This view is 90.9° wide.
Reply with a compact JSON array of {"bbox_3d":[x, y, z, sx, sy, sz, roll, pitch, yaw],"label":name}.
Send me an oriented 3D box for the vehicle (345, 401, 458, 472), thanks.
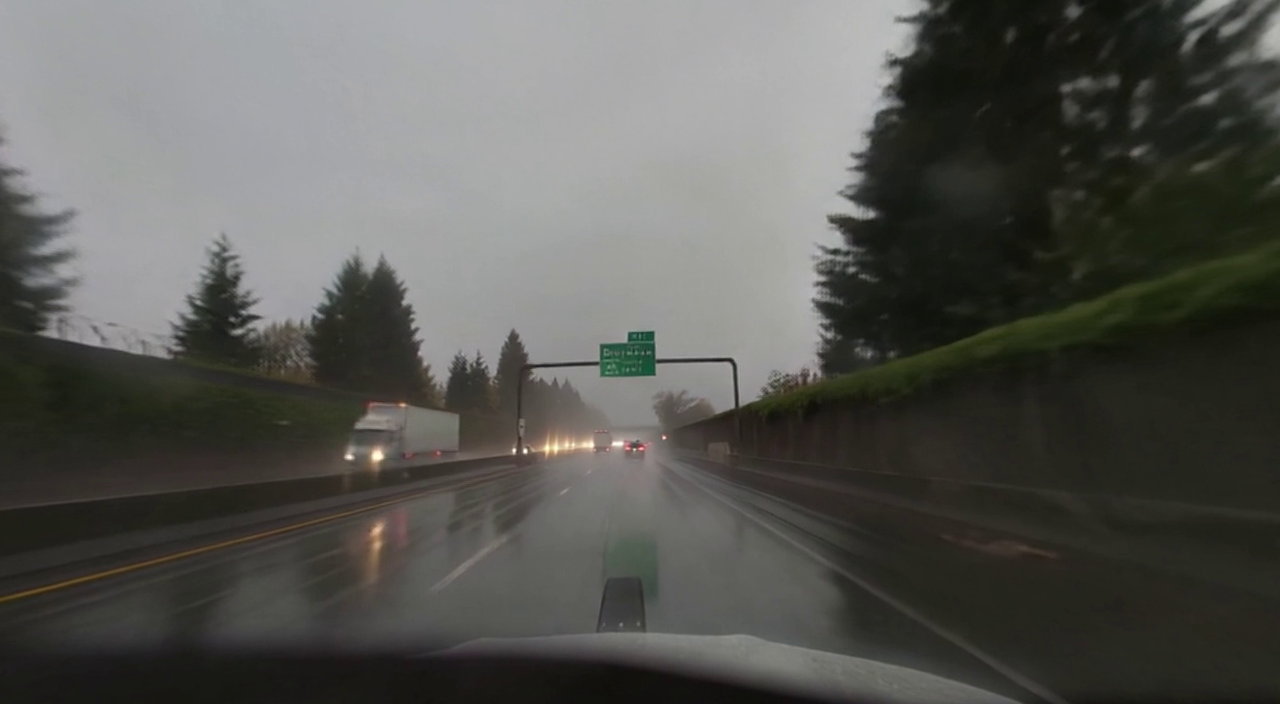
[{"bbox_3d":[-14.786,5.485,40.458,2.855,3.907,11.604,0,-8,-1],"label":"vehicle"}]
